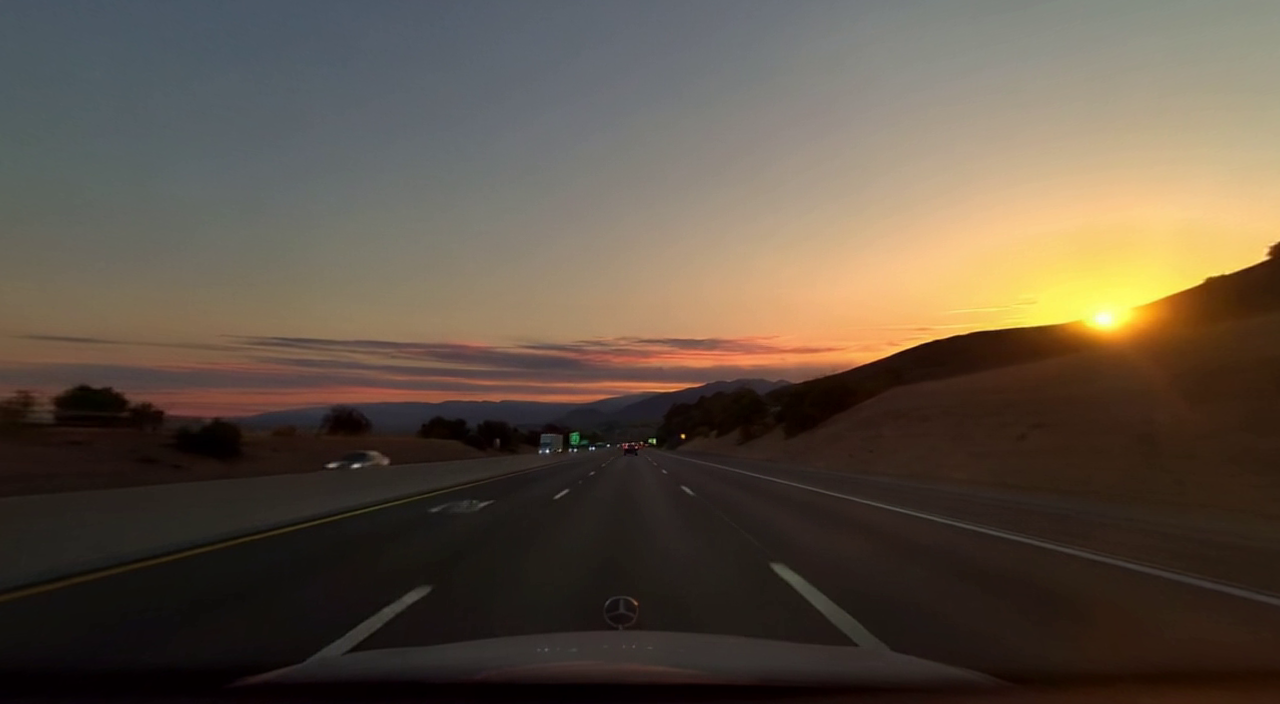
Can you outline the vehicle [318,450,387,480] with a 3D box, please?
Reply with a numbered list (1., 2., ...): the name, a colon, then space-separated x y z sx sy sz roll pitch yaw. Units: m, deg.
1. vehicle: -16.826 6.591 36.913 1.922 1.631 4.565 0 -9 -1
